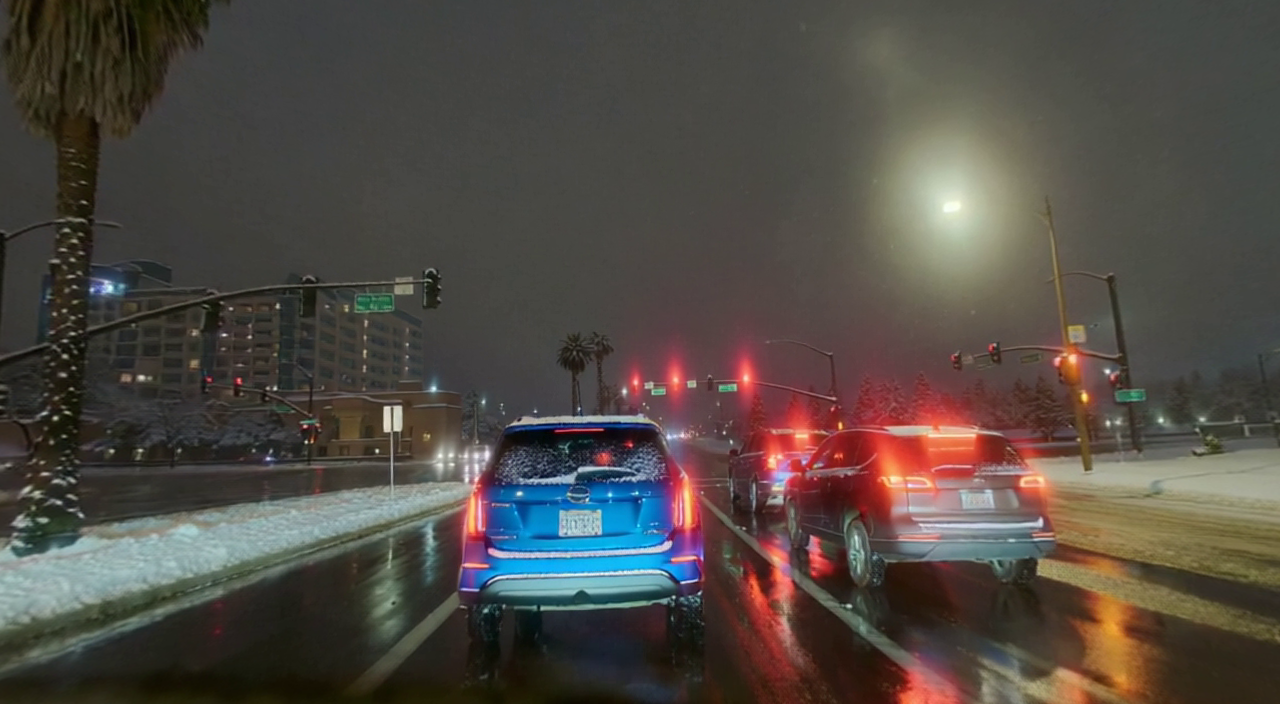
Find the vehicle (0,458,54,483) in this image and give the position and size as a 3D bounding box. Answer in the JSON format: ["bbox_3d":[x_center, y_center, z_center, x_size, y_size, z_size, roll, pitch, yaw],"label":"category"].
[{"bbox_3d":[-47.870,8.892,47.267,5.347,1.785,2.123,0,-8,2],"label":"vehicle"}]

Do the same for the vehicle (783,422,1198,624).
[{"bbox_3d":[3.110,1.602,6.943,1.971,1.473,4.495,0,-8,0],"label":"vehicle"}]

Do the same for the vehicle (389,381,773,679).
[{"bbox_3d":[-0.340,1.312,5.686,2.172,1.694,4.055,0,-8,0],"label":"vehicle"}]
